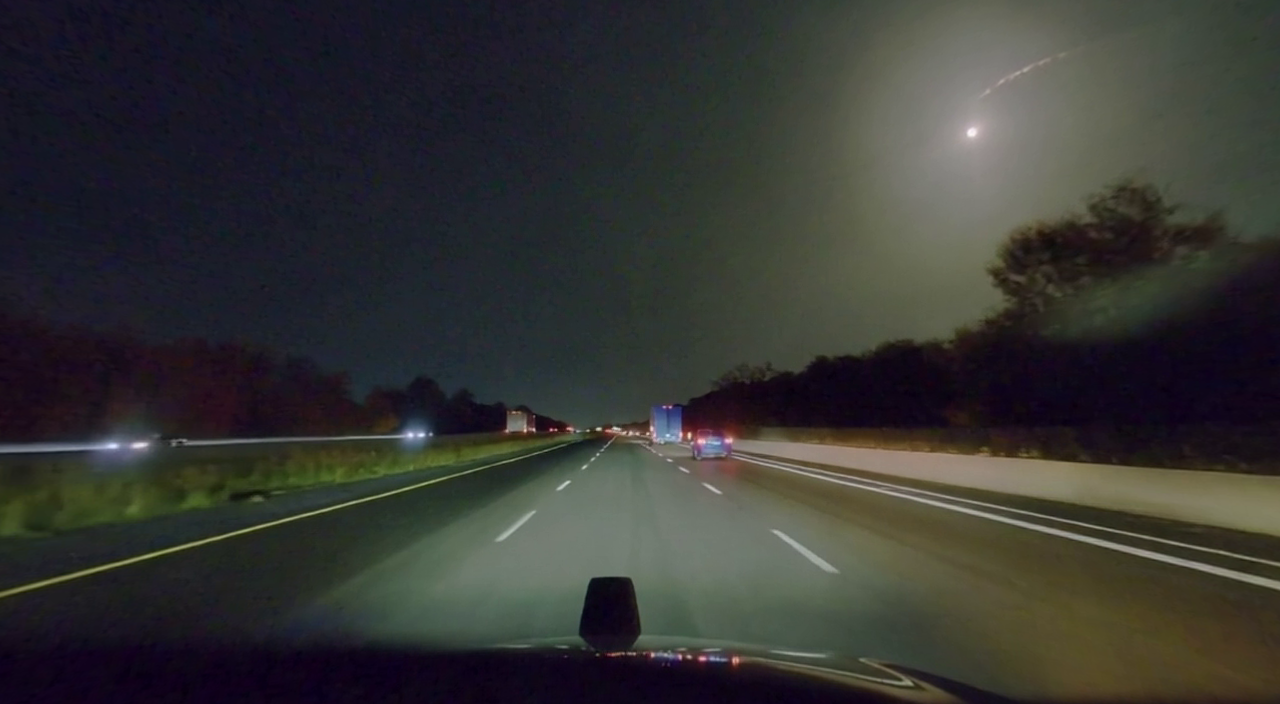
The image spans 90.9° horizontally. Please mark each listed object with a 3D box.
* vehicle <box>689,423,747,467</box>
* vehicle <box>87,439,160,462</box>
[{"bbox_3d":[3.645,4.452,30.334,2.076,1.914,4.287,0,-8,-3],"label":"vehicle"},{"bbox_3d":[-35.740,6.790,43.741,1.742,1.435,4.017,0,-8,-2],"label":"vehicle"}]
